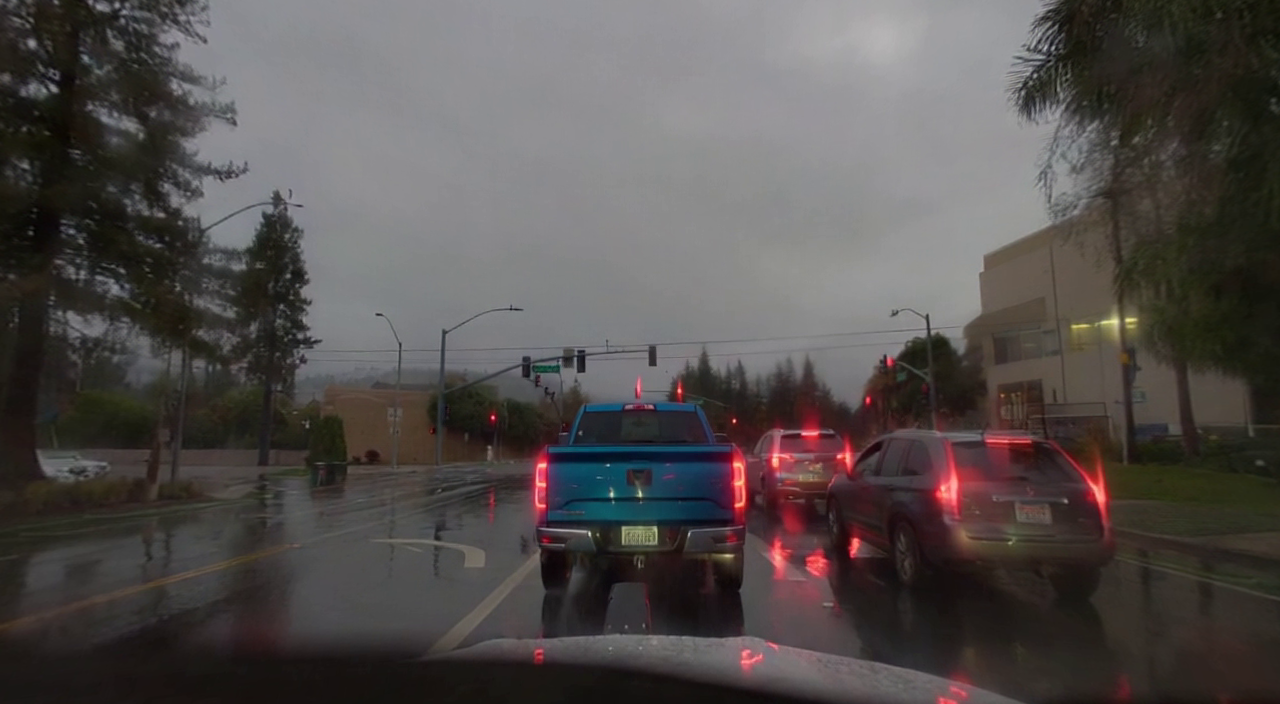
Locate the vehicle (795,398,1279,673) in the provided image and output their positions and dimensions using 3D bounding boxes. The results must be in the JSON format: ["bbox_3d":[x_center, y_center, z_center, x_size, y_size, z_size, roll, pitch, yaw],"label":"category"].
[{"bbox_3d":[3.332,1.502,6.495,2.155,1.667,5.162,0,-8,0],"label":"vehicle"}]

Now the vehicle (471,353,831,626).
[{"bbox_3d":[0.102,1.403,7.439,2.636,2.011,5.425,0,-8,1],"label":"vehicle"}]

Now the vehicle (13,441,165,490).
[{"bbox_3d":[-21.741,4.467,25.199,2.062,1.764,4.508,0,-8,-2],"label":"vehicle"}]
